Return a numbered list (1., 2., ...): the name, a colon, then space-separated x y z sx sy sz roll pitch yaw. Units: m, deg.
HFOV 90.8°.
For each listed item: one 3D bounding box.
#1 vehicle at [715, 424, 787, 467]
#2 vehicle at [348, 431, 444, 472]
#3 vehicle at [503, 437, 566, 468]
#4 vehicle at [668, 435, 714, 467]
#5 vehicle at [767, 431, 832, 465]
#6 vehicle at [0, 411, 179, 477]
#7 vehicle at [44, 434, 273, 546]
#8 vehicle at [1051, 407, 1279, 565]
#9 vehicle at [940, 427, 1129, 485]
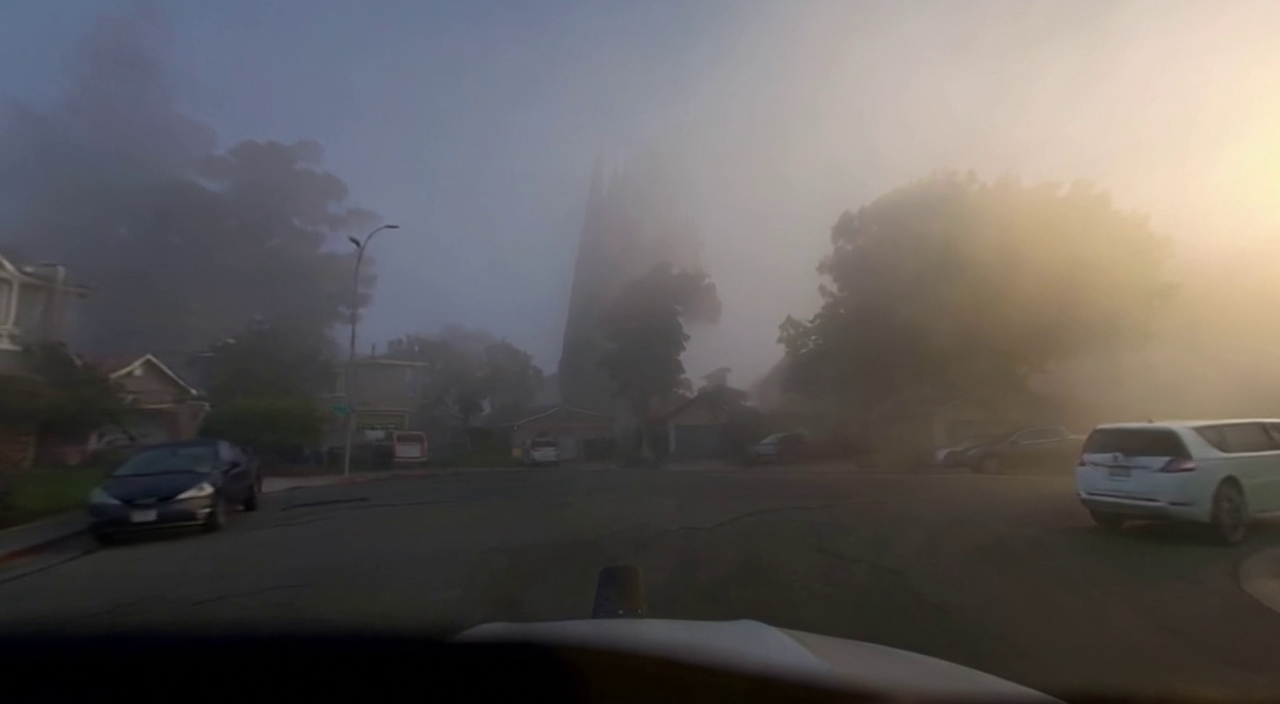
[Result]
1. vehicle: 5.579 4.832 32.595 2.455 2.018 5.271 0 -8 -3
2. vehicle: -12.021 4.831 30.944 5.096 1.824 2.305 -8 -11 42
3. vehicle: -5.693 5.321 33.662 1.932 1.518 4.343 5 -10 -29
4. vehicle: 2.579 5.101 32.648 1.833 1.540 3.532 0 -8 -3
5. vehicle: 8.378 5.087 33.559 2.160 1.695 4.183 0 -8 -3
6. vehicle: -15.913 2.580 17.735 4.400 1.717 2.067 -1 -8 6
7. vehicle: -7.896 2.210 11.013 2.236 1.459 4.832 4 -9 -26
8. vehicle: 8.658 1.823 9.330 4.863 1.784 2.109 4 -10 -28
9. vehicle: 13.143 3.513 21.509 5.082 1.789 1.947 -4 -9 23
